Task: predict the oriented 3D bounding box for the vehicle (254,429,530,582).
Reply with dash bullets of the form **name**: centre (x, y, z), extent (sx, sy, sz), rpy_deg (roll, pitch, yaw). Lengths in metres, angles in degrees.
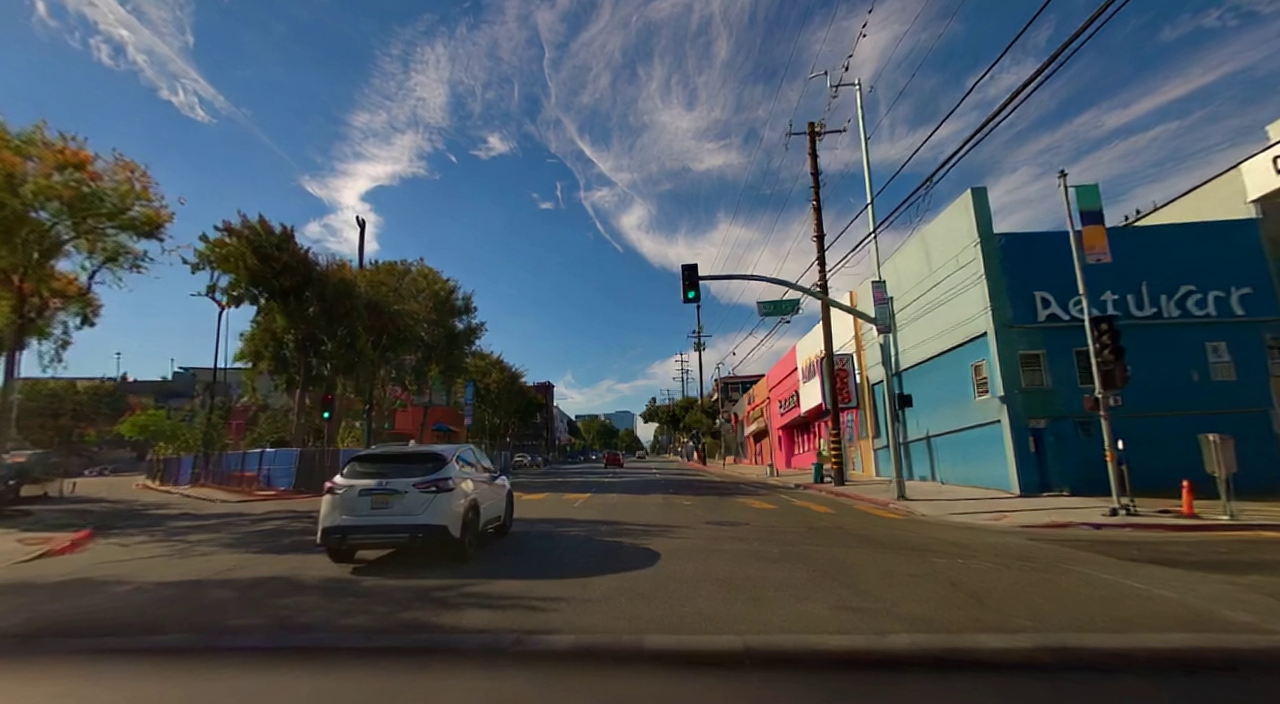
- **vehicle**: centre (-3.020, 1.959, 8.979), extent (2.036, 1.589, 4.549), rpy_deg (0, -8, 0)
